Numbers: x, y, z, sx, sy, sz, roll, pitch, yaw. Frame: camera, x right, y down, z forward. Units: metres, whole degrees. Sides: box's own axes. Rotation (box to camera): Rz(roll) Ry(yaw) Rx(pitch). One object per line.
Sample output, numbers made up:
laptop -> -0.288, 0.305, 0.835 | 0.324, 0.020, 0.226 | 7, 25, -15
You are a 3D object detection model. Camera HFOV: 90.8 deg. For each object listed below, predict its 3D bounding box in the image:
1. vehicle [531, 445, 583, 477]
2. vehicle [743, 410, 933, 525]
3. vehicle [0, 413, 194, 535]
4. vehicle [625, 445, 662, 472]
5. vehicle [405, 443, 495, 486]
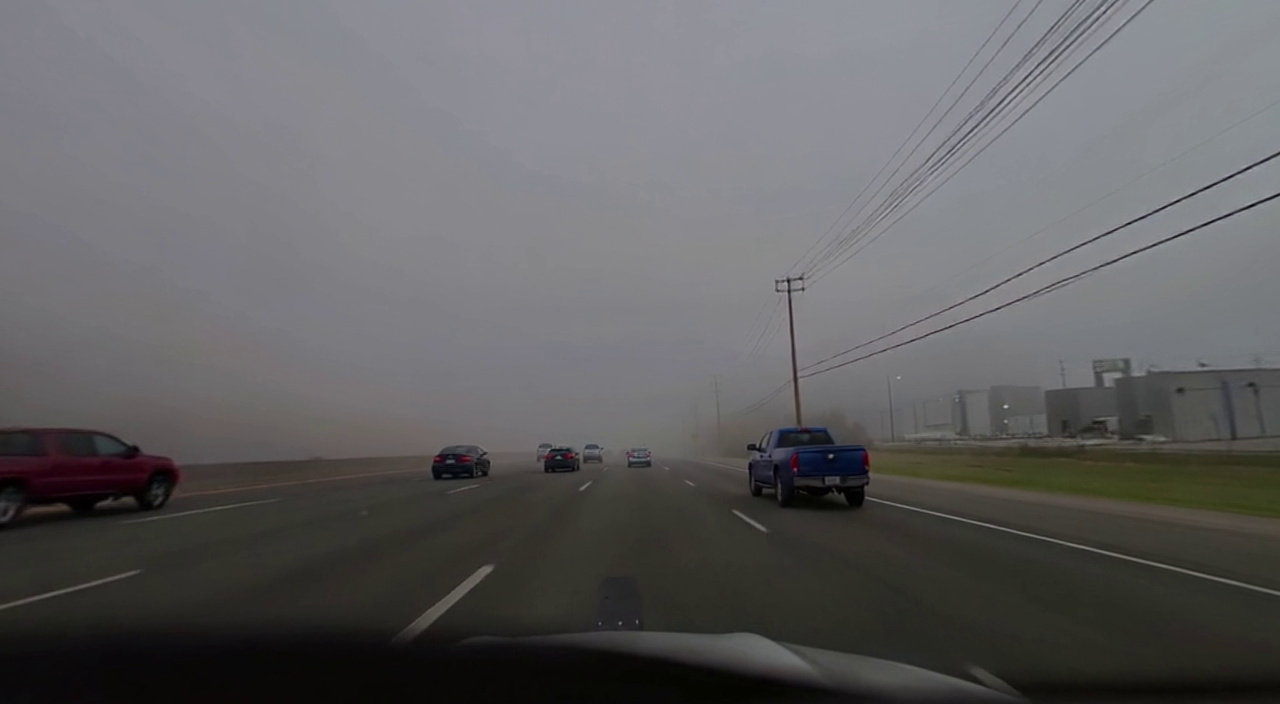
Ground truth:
vehicle -> -3.913, 5.210, 30.451 | 1.938, 1.444, 4.206 | 0, -9, 0
vehicle -> 3.750, 2.319, 13.255 | 2.231, 1.919, 5.086 | 0, -9, -1
vehicle -> -11.121, 2.079, 11.030 | 2.317, 1.881, 5.903 | 0, -9, 0
vehicle -> 0.178, 6.139, 36.669 | 2.030, 1.471, 4.115 | 0, -9, 0
vehicle -> -7.154, 4.263, 24.331 | 1.959, 1.496, 4.740 | 0, -9, 0
